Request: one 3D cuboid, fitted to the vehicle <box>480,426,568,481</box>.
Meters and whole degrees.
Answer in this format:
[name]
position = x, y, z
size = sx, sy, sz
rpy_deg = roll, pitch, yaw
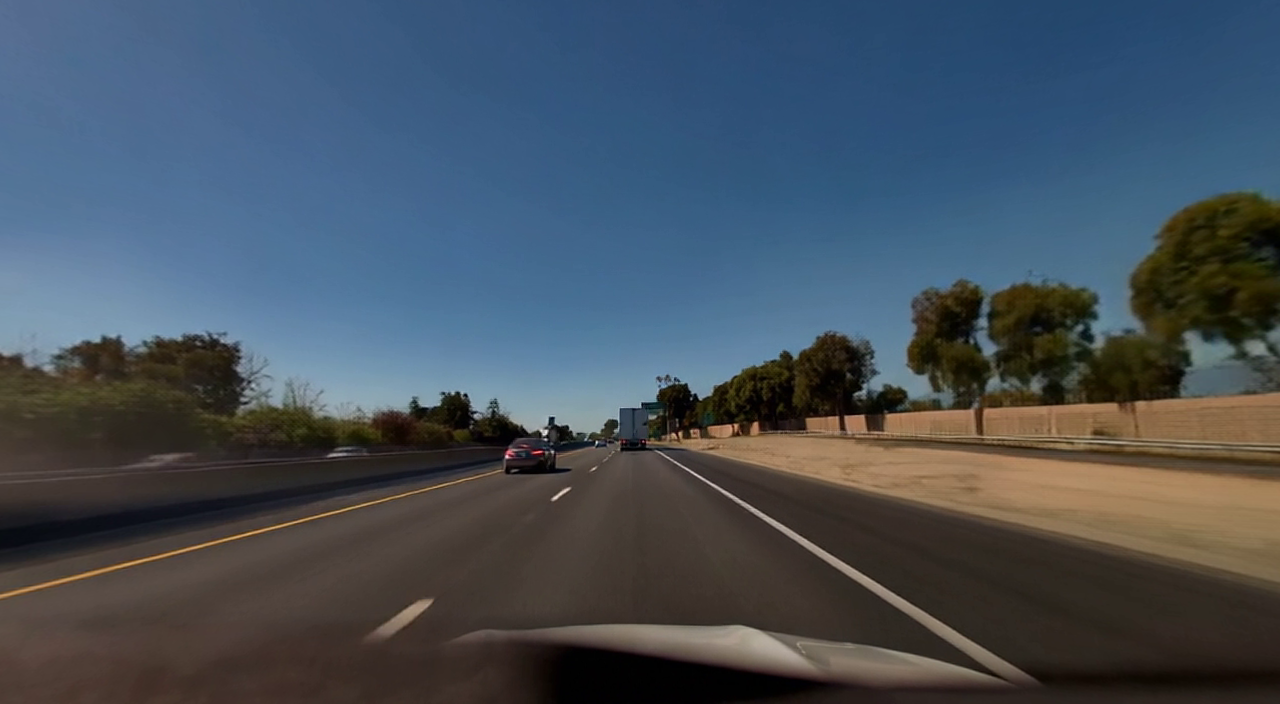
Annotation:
[vehicle]
position = -3.793, 3.413, 21.552
size = 2.123, 1.655, 4.688
rpy_deg = 0, -8, 0
